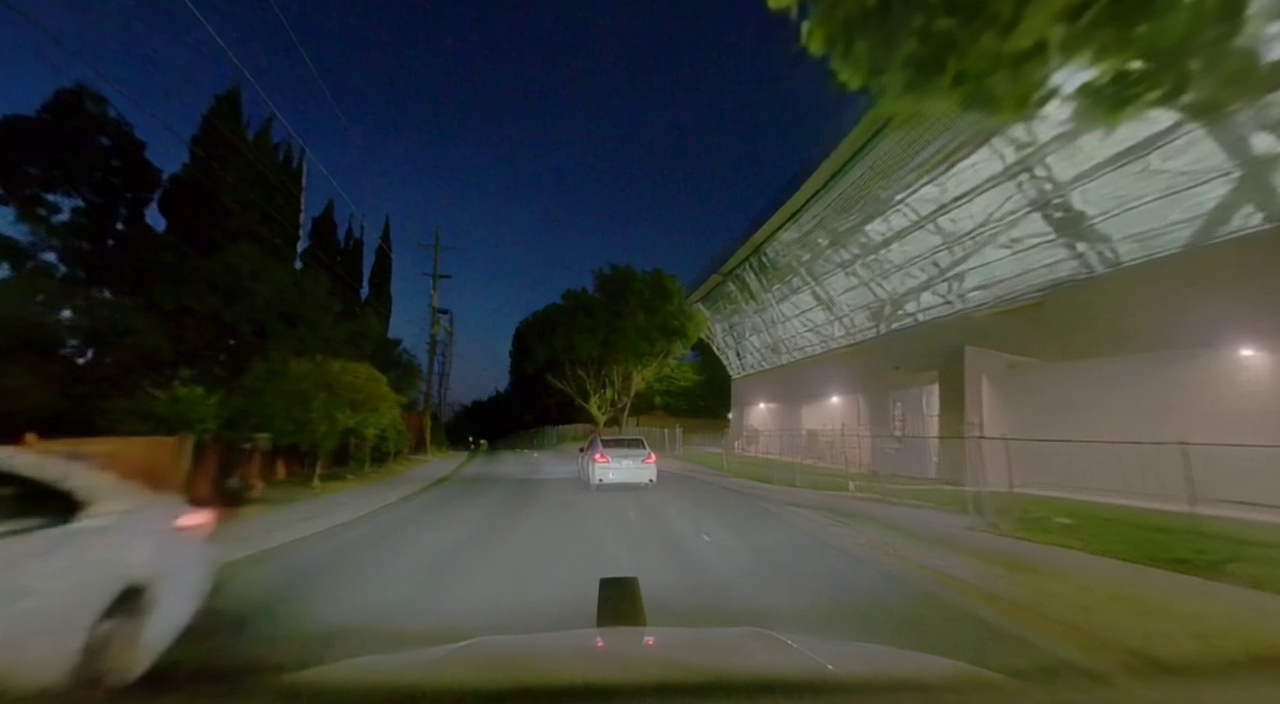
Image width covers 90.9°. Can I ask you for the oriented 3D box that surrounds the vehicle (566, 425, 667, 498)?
[{"bbox_3d":[-0.701,2.534,15.075,2.060,1.487,3.920,1,-8,-7],"label":"vehicle"}]

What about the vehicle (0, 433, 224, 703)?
[{"bbox_3d":[-3.427,0.926,1.595,1.957,1.442,4.180,0,-8,-1],"label":"vehicle"}]
